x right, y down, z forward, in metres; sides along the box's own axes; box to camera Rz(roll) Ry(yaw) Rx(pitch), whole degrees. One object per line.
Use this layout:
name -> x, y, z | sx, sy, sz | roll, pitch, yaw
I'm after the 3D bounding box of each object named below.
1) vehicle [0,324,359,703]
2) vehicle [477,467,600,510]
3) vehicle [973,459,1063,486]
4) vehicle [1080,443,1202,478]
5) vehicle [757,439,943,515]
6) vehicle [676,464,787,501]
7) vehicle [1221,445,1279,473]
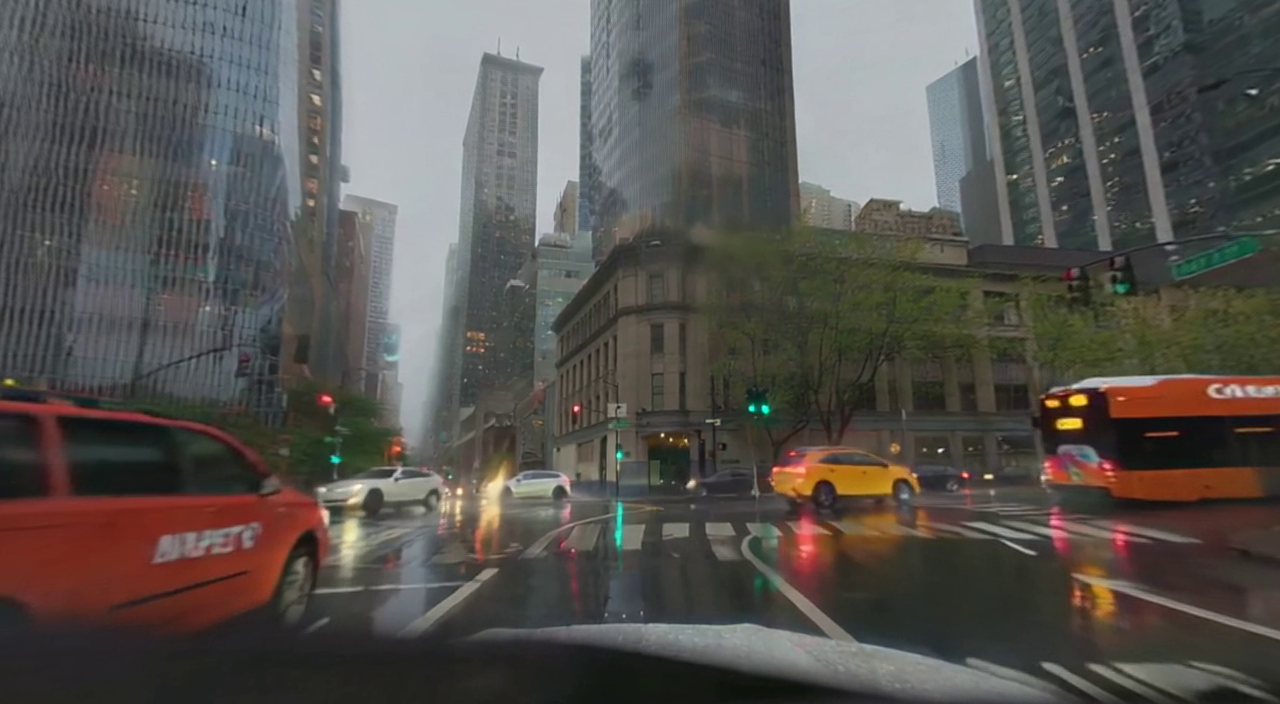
vehicle -> -3.526, 0.877, 2.839 | 2.316, 1.769, 4.871 | 0, -9, -1
vehicle -> -4.171, 5.636, 26.380 | 4.766, 1.502, 1.891 | 6, -11, -37
vehicle -> 23.639, 7.556, 39.512 | 4.418, 1.556, 1.814 | 0, -9, 0
vehicle -> 24.527, 5.297, 30.984 | 4.291, 1.606, 1.859 | 0, -9, 0
vehicle -> 5.811, 3.275, 17.197 | 5.072, 1.746, 2.328 | 6, -11, -38
vehicle -> 3.931, 5.647, 27.476 | 4.371, 1.439, 1.818 | 1, -9, -11
vehicle -> 39.742, 6.687, 39.582 | 4.502, 1.696, 1.884 | 0, -9, 1
